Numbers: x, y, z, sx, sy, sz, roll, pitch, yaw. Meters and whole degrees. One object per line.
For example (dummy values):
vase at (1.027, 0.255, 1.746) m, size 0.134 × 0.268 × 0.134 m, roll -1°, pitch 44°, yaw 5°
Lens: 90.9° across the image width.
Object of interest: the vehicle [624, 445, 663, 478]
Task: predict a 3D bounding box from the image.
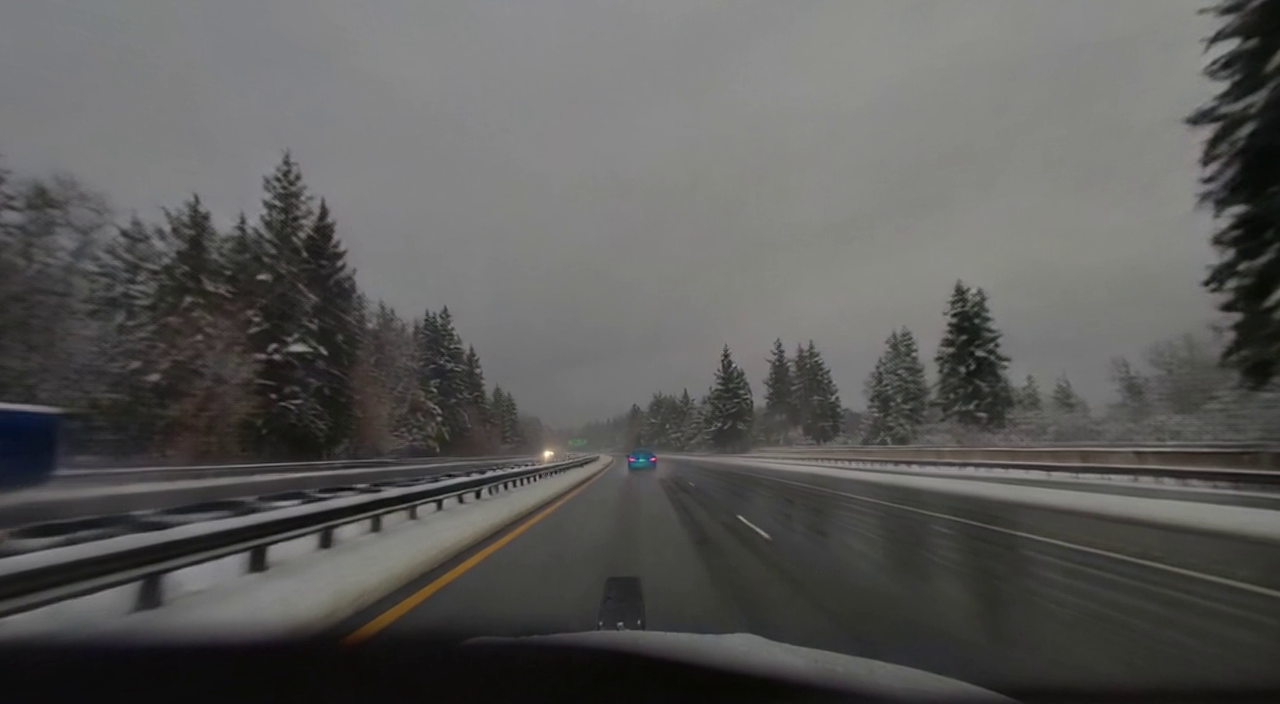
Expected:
vehicle at (0.164, 5.885, 33.945) m, size 1.987 × 1.658 × 3.620 m, roll 0°, pitch -9°, yaw -1°
